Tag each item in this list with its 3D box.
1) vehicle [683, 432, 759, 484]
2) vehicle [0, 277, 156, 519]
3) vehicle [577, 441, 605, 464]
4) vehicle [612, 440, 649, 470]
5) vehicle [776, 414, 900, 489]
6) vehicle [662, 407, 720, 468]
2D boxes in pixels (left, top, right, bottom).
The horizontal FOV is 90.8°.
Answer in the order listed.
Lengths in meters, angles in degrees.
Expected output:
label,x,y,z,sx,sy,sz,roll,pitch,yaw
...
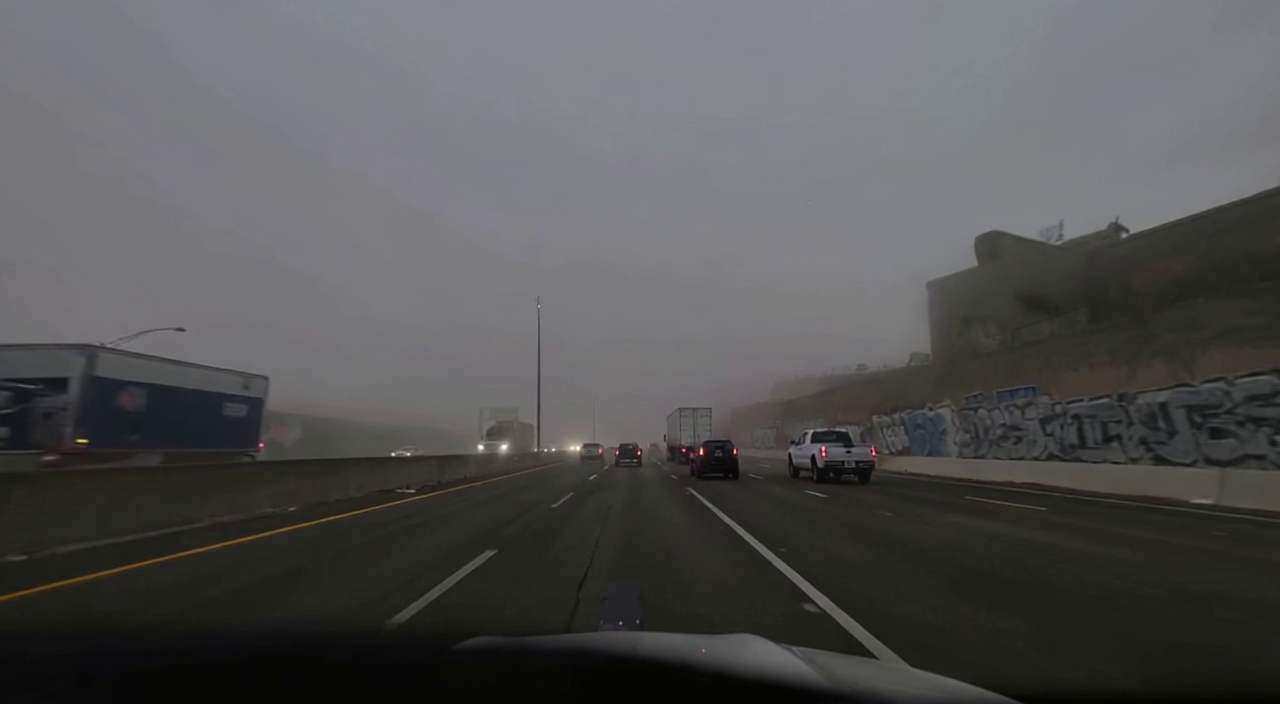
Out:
label,x,y,z,sx,sy,sz,roll,pitch,yaw
vehicle,3.092,4.196,25.317,2.249,1.843,5.176,0,-9,-1
vehicle,-11.174,0.319,7.090,2.937,3.634,10.764,0,-9,0
vehicle,-3.759,7.788,48.871,1.817,1.670,3.864,0,-9,0
vehicle,-0.565,6.077,37.477,2.073,1.640,3.990,0,-9,-1
vehicle,7.010,3.657,23.393,2.322,2.360,6.433,0,-9,-2
vehicle,3.379,6.161,45.012,2.976,3.806,10.591,0,-9,-1
